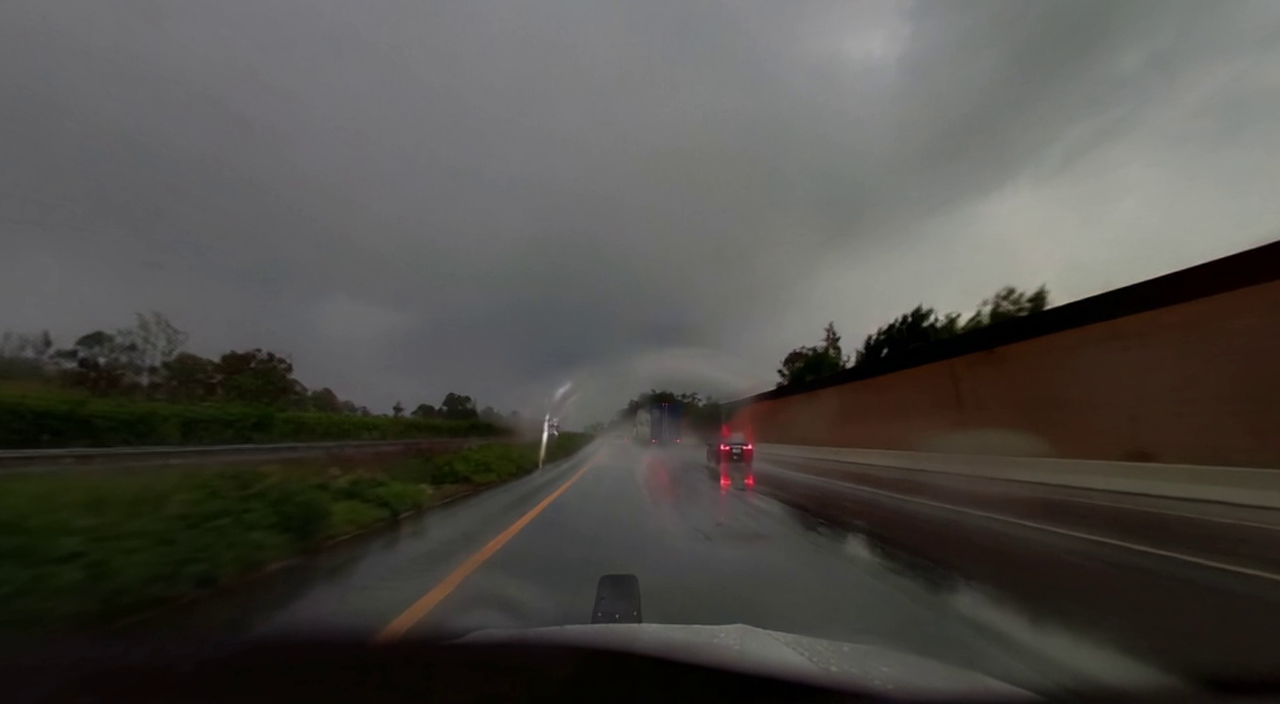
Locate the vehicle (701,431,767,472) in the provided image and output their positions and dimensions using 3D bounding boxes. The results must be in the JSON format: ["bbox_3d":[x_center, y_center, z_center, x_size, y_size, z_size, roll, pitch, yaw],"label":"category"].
[{"bbox_3d":[3.639,3.905,25.163,1.813,1.454,4.197,0,-7,-3],"label":"vehicle"}]
